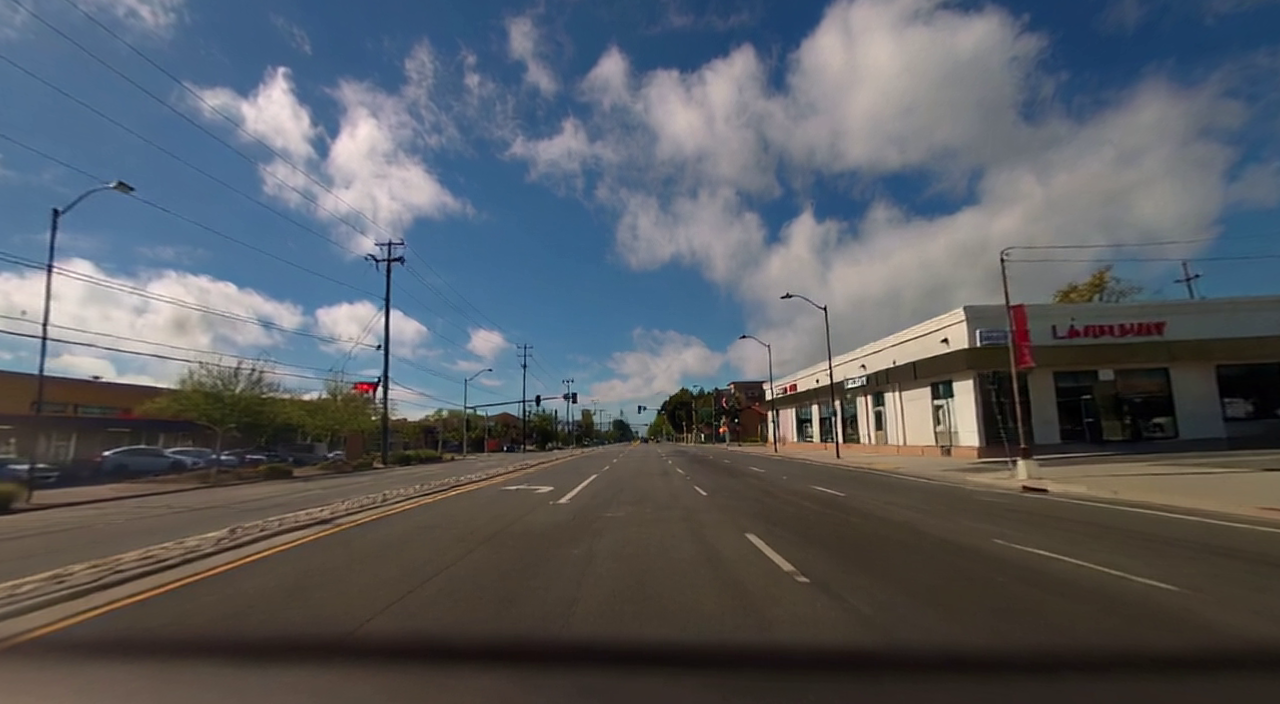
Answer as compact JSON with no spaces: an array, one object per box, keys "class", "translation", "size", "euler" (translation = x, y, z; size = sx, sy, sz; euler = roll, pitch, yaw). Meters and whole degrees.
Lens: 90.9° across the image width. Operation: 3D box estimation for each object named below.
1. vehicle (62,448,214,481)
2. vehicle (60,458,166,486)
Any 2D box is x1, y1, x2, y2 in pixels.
[{"class":"vehicle","translation":[-30.661,6.865,38.713],"size":[7.039,1.891,2.550],"euler":[0,-8,-2]},{"class":"vehicle","translation":[-30.007,6.823,35.980],"size":[4.417,1.449,1.887],"euler":[-1,-8,3]}]
